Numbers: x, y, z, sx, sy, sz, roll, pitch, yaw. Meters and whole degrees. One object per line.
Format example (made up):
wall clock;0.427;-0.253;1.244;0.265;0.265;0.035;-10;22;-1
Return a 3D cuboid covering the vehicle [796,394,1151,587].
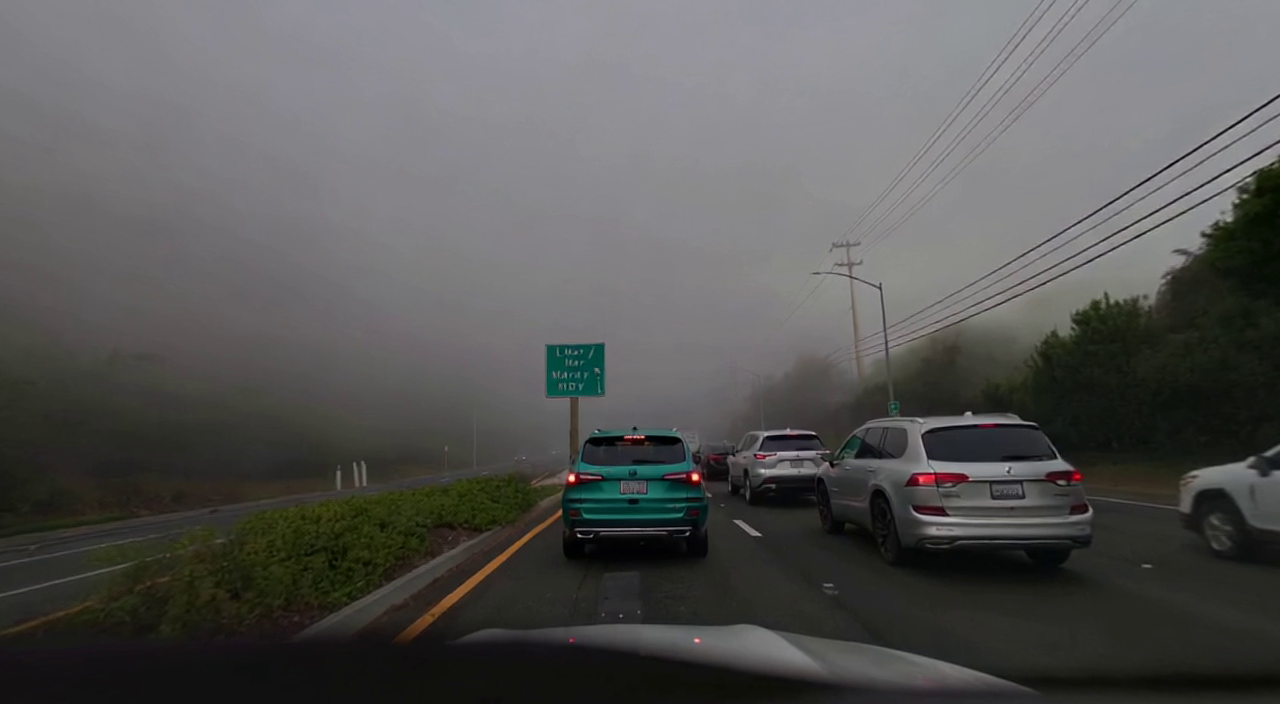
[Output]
vehicle;3.513;1.549;7.823;2.001;1.707;4.250;0;-8;-1

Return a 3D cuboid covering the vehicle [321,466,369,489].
vehicle;-22.910;9.712;49.163;1.847;1.554;3.926;0;-8;-1

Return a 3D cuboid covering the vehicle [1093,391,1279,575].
vehicle;7.160;1.273;6.161;2.018;1.757;4.715;0;-8;1

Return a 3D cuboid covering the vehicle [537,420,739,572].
vehicle;-0.055;1.885;9.089;2.199;1.641;4.232;0;-8;-1
